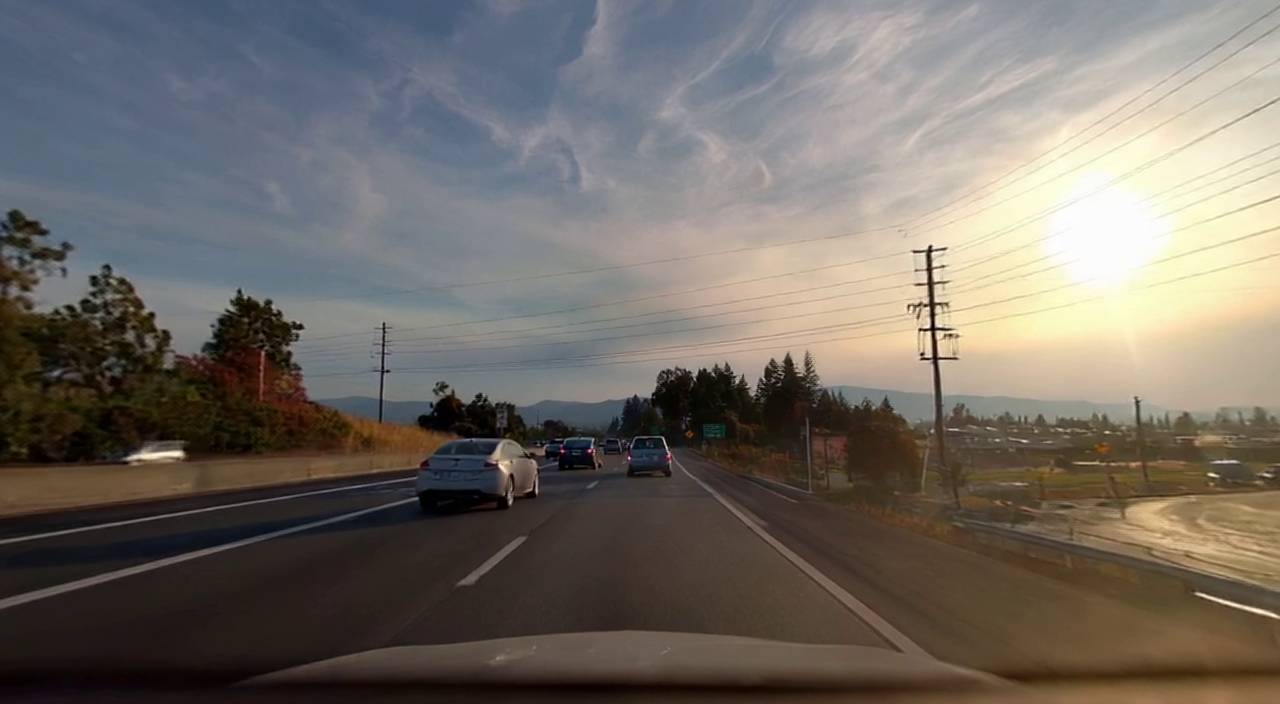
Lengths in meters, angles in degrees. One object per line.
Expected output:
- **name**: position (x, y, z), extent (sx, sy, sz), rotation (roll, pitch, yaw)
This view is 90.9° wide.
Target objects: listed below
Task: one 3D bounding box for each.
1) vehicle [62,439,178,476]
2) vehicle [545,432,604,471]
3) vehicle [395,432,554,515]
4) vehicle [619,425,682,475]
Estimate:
- **vehicle**: position (-24.133, 4.902, 29.474), extent (1.908, 1.571, 3.968), rotation (0, -8, 2)
- **vehicle**: position (-2.959, 4.658, 29.711), extent (2.051, 1.695, 4.731), rotation (-1, -8, 3)
- **vehicle**: position (-3.261, 2.501, 13.524), extent (2.092, 1.464, 4.466), rotation (0, -8, 2)
- **vehicle**: position (0.442, 3.954, 25.547), extent (2.319, 1.813, 4.274), rotation (0, -8, 1)
